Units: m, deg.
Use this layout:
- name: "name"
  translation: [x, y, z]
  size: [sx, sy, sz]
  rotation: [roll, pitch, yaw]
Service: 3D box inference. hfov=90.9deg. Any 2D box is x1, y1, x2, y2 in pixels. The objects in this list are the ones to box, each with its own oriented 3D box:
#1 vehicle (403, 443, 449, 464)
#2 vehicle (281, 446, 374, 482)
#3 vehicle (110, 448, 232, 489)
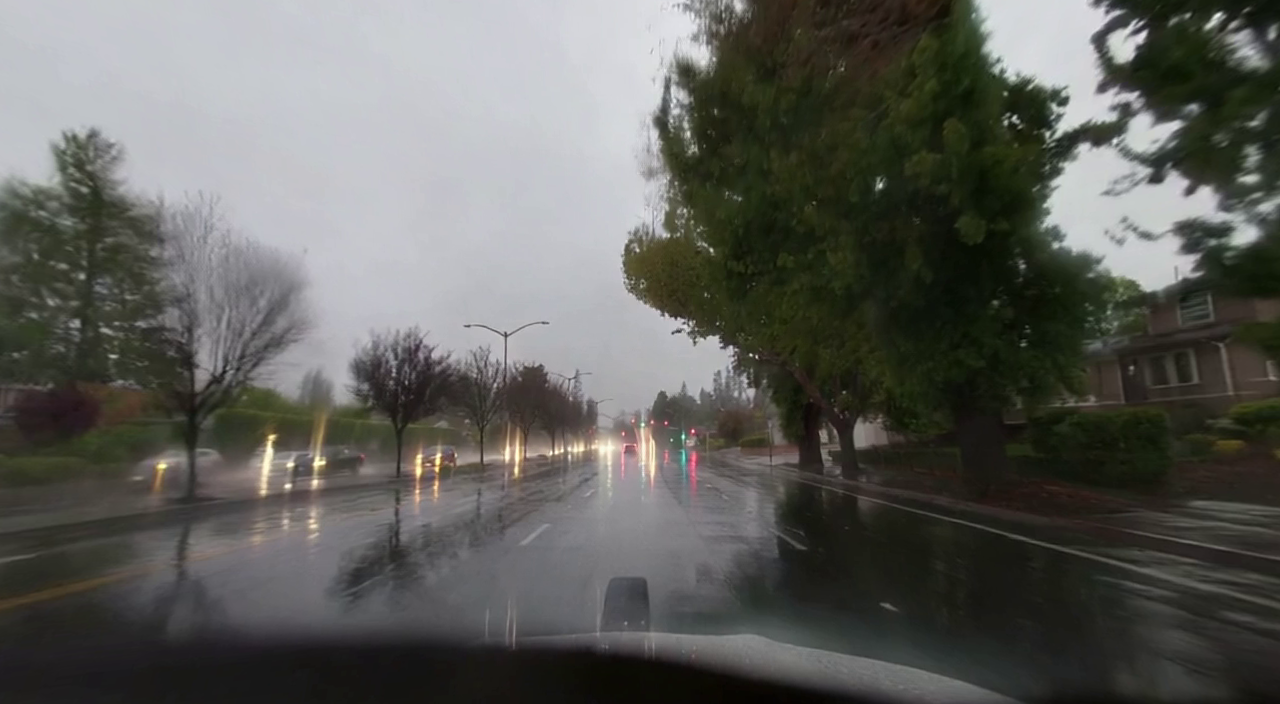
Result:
- name: "vehicle"
  translation: [-16.583, 7.868, 48.996]
  size: [1.869, 1.557, 4.424]
  rotation: [-1, -9, 2]
- name: "vehicle"
  translation: [-13.569, 4.866, 27.686]
  size: [1.782, 1.444, 4.239]
  rotation: [-1, -9, 2]
- name: "vehicle"
  translation: [-20.793, 5.164, 28.219]
  size: [1.970, 1.650, 4.463]
  rotation: [-1, -9, 1]
